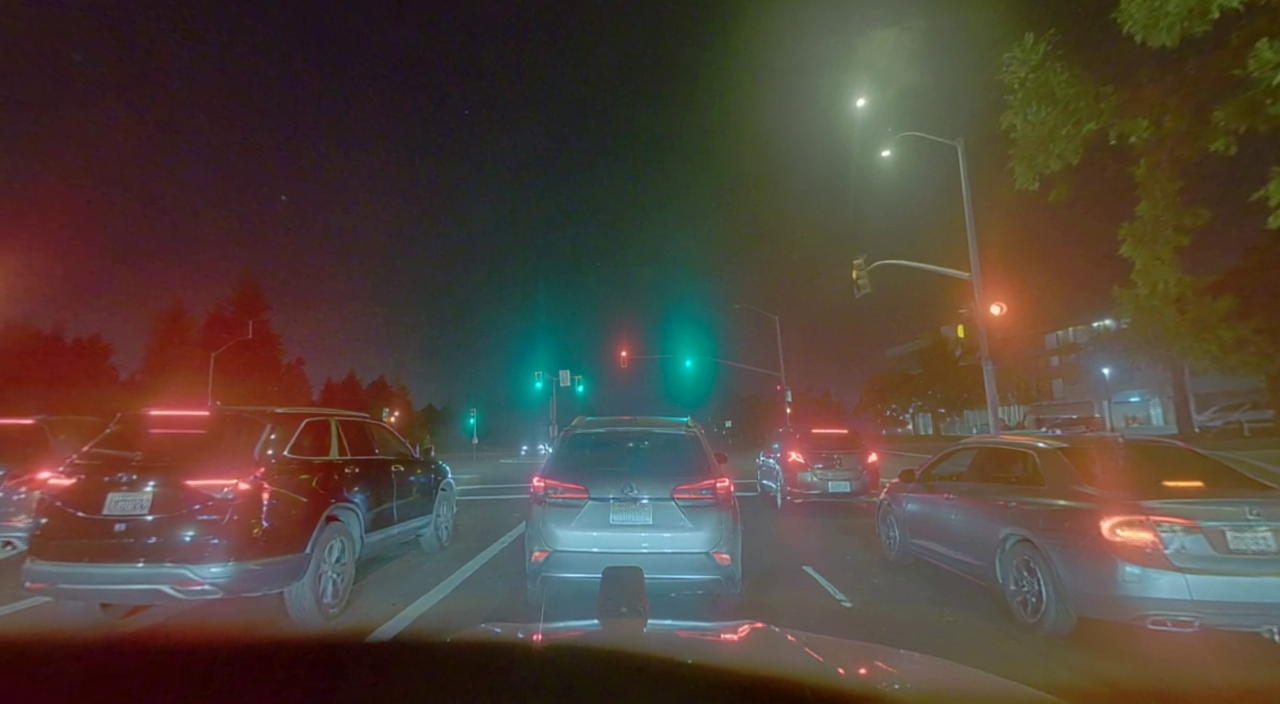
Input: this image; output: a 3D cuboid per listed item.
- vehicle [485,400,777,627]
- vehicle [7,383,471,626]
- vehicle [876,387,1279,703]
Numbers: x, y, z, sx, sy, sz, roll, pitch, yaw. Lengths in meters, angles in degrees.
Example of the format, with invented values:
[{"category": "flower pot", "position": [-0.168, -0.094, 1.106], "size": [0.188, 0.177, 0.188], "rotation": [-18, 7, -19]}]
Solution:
[{"category": "vehicle", "position": [-0.045, 1.401, 6.302], "size": [2.047, 1.579, 3.642], "rotation": [0, -8, 1]}, {"category": "vehicle", "position": [-3.553, 1.430, 6.855], "size": [2.014, 1.755, 4.360], "rotation": [0, -8, 3]}, {"category": "vehicle", "position": [3.583, 1.200, 4.605], "size": [2.010, 1.486, 4.498], "rotation": [0, -8, 1]}]
